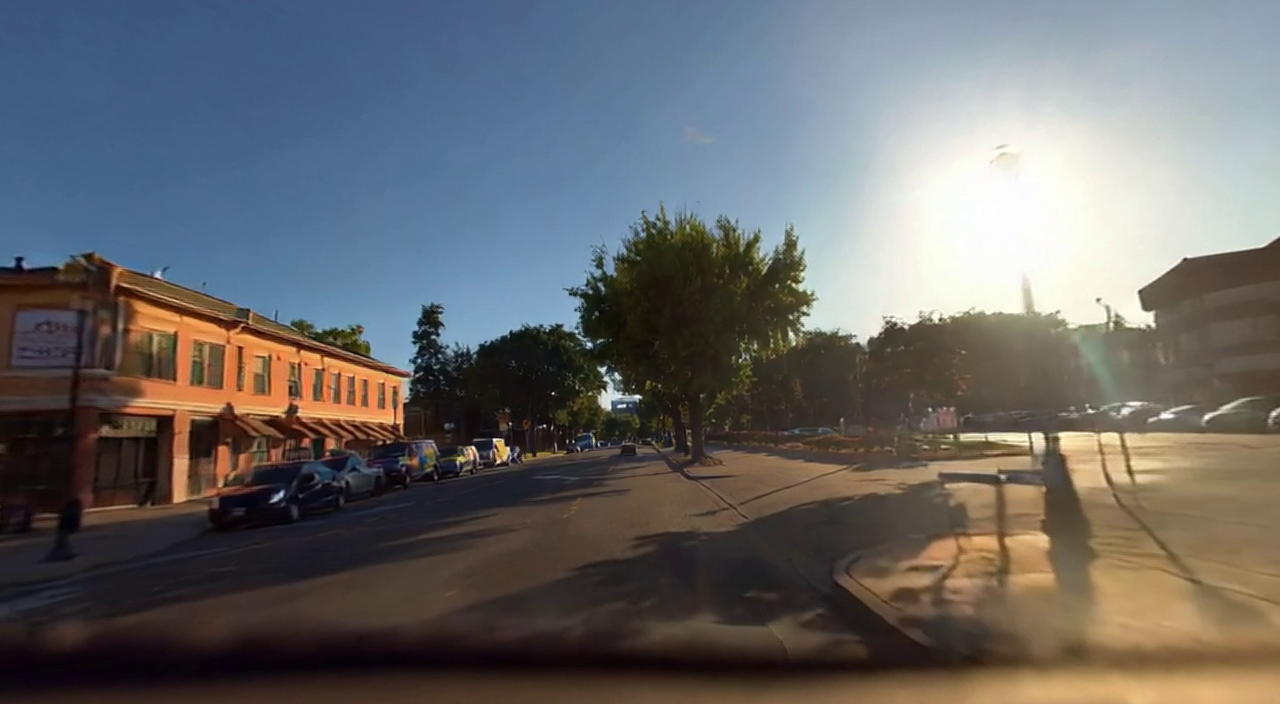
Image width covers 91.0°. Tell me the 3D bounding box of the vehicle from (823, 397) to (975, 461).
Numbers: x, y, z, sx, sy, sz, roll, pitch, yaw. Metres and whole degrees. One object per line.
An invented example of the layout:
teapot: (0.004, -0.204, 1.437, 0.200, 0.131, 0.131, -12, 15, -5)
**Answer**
vehicle: (10.978, 3.265, 26.945, 5.453, 1.794, 2.011, -9, -6, -2)

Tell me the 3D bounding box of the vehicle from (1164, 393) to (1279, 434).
vehicle: (23.393, 2.418, 24.296, 4.418, 1.472, 2.109, 0, -8, -1)

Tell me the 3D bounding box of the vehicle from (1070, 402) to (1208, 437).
vehicle: (23.195, 3.171, 29.378, 4.746, 1.536, 1.914, 0, -8, 0)

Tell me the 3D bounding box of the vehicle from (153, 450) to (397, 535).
vehicle: (-8.671, 3.306, 15.353, 1.879, 1.543, 4.778, -12, -13, 43)

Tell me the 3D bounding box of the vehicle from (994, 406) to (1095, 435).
vehicle: (23.739, 4.051, 37.025, 4.521, 1.634, 1.996, 0, -8, 0)
